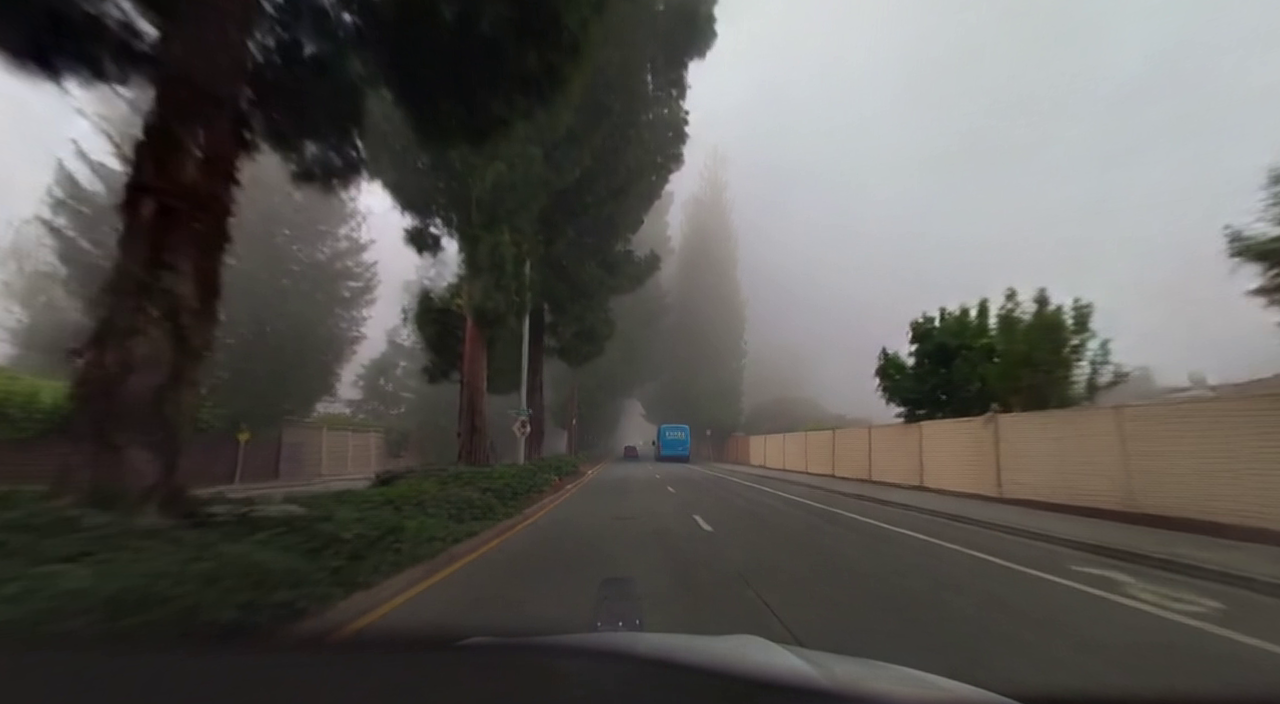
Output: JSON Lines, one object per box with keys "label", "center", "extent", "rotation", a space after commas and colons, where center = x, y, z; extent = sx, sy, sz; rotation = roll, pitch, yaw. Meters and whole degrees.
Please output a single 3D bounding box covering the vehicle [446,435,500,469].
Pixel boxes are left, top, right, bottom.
{"label": "vehicle", "center": [-12.344, 7.424, 47.219], "extent": [2.418, 2.348, 5.867], "rotation": [0, -8, 0]}
